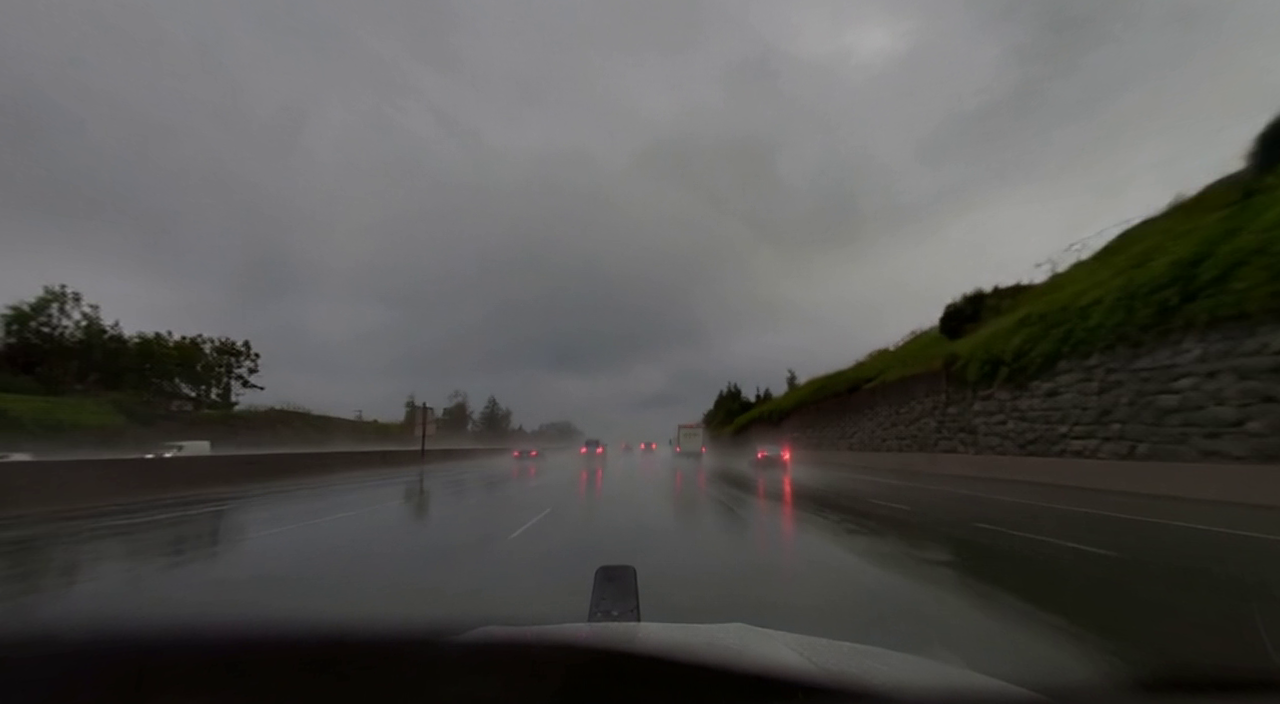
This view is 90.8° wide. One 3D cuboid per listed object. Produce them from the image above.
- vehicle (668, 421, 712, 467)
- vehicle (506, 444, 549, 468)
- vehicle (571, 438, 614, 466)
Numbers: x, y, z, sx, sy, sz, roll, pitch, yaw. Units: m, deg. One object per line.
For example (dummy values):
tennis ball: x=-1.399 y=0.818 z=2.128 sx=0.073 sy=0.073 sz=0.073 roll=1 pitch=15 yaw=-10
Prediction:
vehicle: x=3.664 y=6.953 z=47.902 sx=2.795 sy=3.187 sz=7.205 roll=0 pitch=-8 yaw=0
vehicle: x=-7.612 y=7.078 z=43.088 sx=2.102 sy=1.522 sz=4.394 roll=0 pitch=-8 yaw=0
vehicle: x=-3.573 y=7.678 z=48.754 sx=2.720 sy=2.041 sz=5.432 roll=0 pitch=-8 yaw=1
